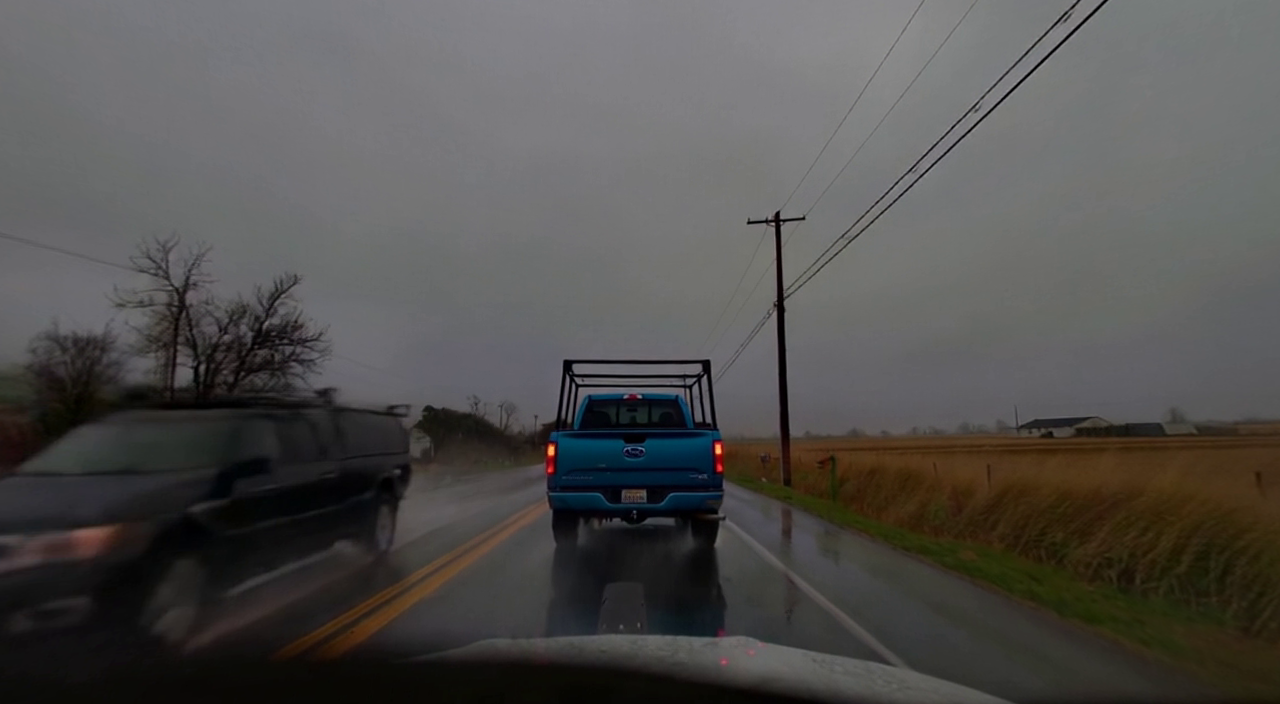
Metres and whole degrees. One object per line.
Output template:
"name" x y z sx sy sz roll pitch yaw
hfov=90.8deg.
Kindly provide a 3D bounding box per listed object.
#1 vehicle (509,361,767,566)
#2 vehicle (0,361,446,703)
"vehicle" -0.098 1.795 10.905 2.912 2.320 7.292 0 -8 -1
"vehicle" -3.759 1.316 5.490 2.343 1.727 5.684 0 -8 0
